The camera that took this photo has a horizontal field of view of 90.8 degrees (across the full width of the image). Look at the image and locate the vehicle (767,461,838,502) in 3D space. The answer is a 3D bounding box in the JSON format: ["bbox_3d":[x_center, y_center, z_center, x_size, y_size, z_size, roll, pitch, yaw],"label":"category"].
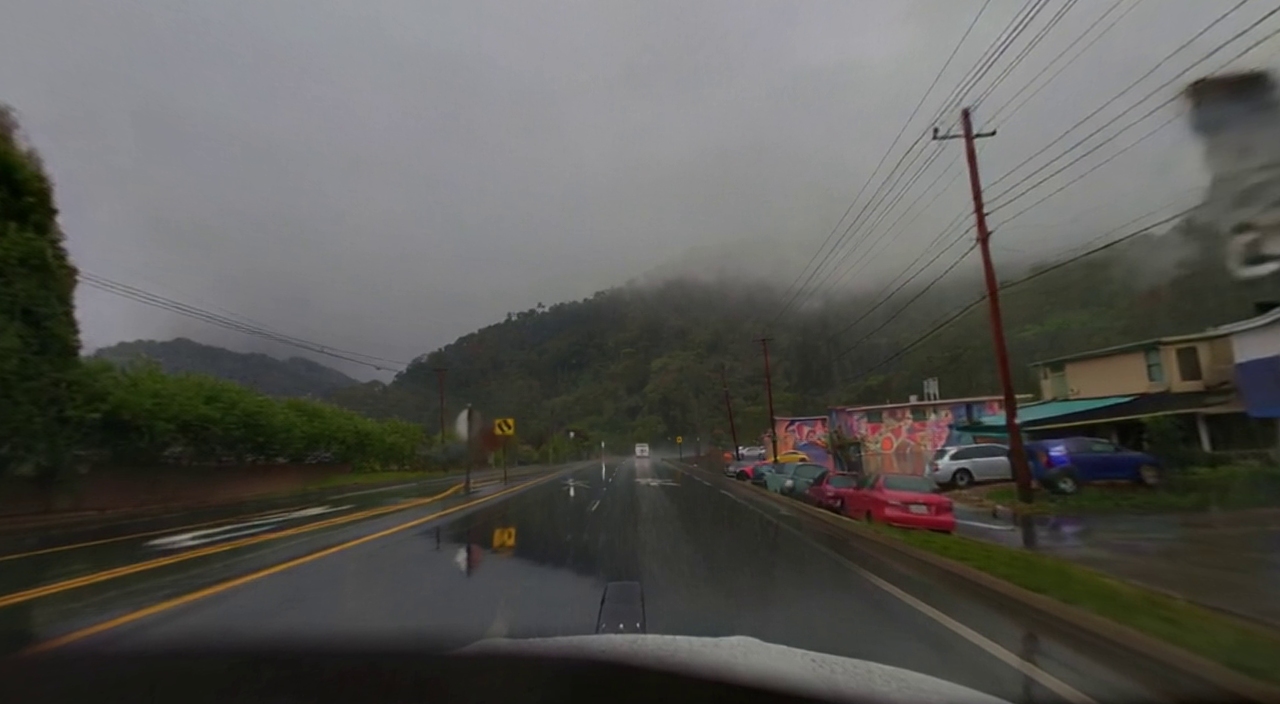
[{"bbox_3d":[6.924,5.542,27.359,1.838,1.475,4.152,0,-9,-1],"label":"vehicle"}]

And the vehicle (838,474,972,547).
[{"bbox_3d":[6.688,4.013,16.478,1.781,1.432,4.169,-1,-9,2],"label":"vehicle"}]

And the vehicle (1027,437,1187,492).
[{"bbox_3d":[16.473,3.977,22.452,4.087,1.834,1.939,0,-9,-2],"label":"vehicle"}]

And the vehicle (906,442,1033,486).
[{"bbox_3d":[15.257,5.178,29.431,4.798,1.934,1.908,0,-9,0],"label":"vehicle"}]
